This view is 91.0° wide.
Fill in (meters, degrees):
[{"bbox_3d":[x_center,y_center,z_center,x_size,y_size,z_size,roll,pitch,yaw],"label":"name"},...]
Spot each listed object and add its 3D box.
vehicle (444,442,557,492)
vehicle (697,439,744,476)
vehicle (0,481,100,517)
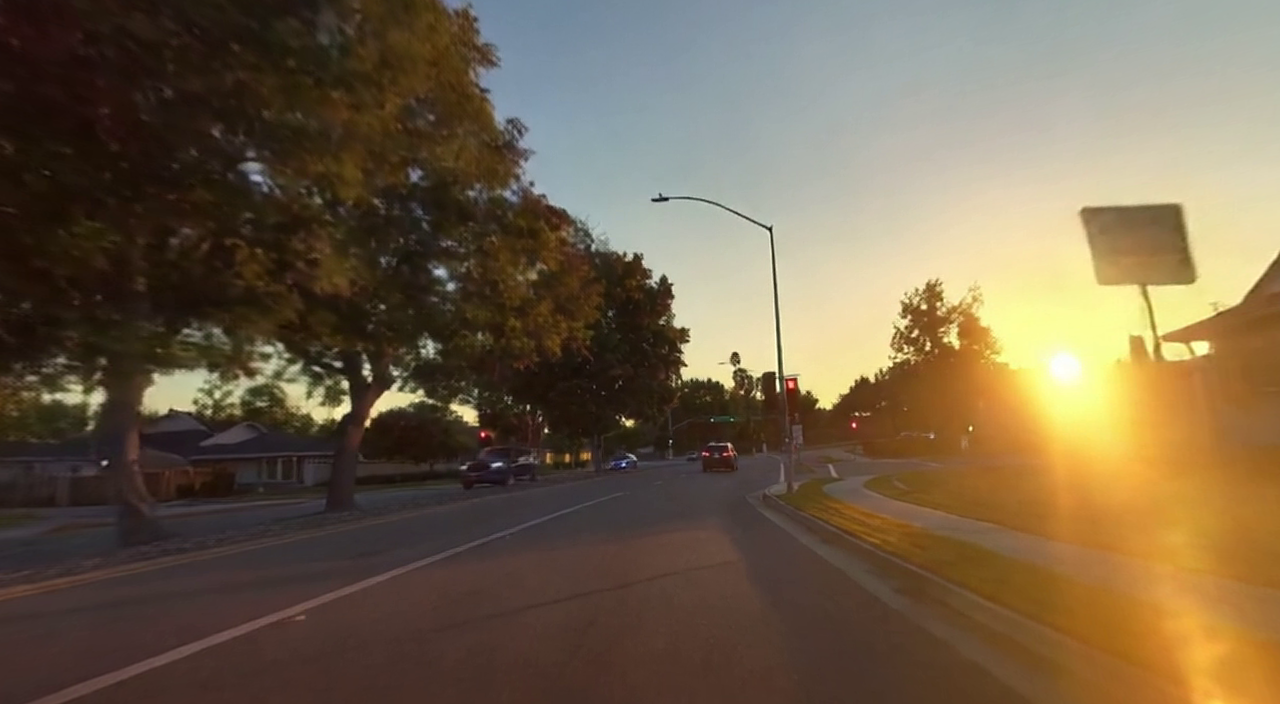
[{"bbox_3d":[-6.344,5.340,29.846,2.369,2.041,6.995,-2,-9,13],"label":"vehicle"},{"bbox_3d":[4.573,5.847,35.182,2.059,1.908,4.714,-2,-9,13],"label":"vehicle"},{"bbox_3d":[-32.456,7.812,33.616,4.697,1.691,2.486,1,-9,-7],"label":"vehicle"}]
